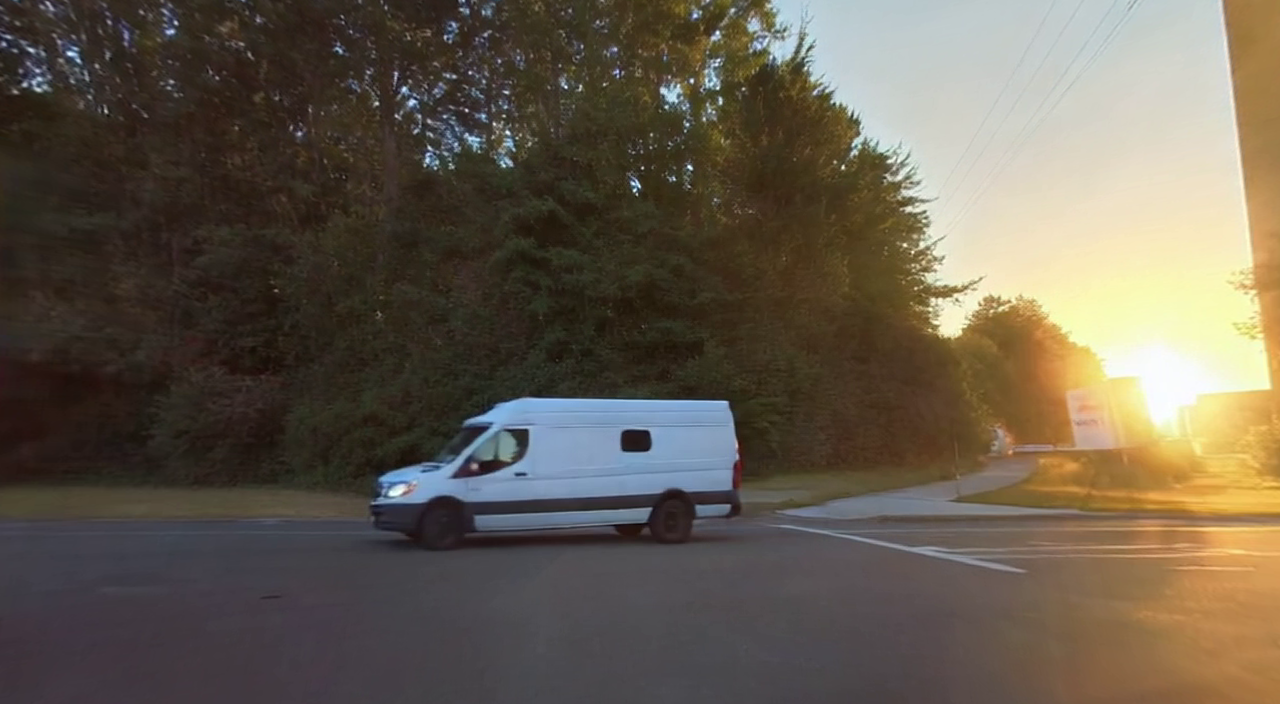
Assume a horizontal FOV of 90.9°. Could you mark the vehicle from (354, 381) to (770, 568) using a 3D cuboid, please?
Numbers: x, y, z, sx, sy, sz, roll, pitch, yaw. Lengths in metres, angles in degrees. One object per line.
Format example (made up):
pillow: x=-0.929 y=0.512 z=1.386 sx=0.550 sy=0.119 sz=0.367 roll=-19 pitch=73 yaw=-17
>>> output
vehicle: x=-1.151 y=1.875 z=10.175 sx=5.923 sy=2.424 sz=2.247 roll=2 pitch=-9 yaw=-16
